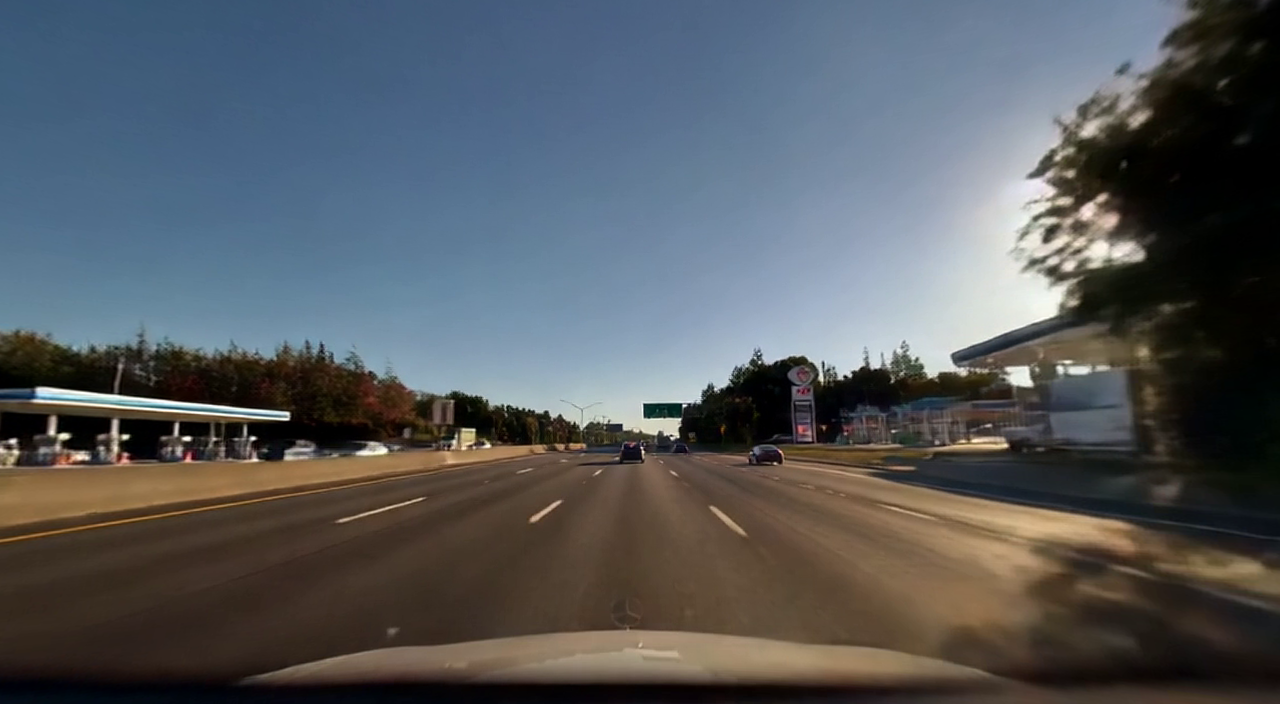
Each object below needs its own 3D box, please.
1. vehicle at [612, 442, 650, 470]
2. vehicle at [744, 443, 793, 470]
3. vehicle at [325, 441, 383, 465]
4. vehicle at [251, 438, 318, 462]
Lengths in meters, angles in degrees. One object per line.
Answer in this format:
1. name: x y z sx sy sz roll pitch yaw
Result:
1. vehicle: -0.495 5.739 35.017 1.999 1.473 4.351 0 -8 -1
2. vehicle: 7.538 6.146 37.400 1.867 1.463 4.295 0 -8 -1
3. vehicle: -18.541 6.570 41.080 1.817 1.463 4.068 0 -8 1
4. vehicle: -26.795 7.436 47.783 1.987 1.678 5.218 0 -8 1
